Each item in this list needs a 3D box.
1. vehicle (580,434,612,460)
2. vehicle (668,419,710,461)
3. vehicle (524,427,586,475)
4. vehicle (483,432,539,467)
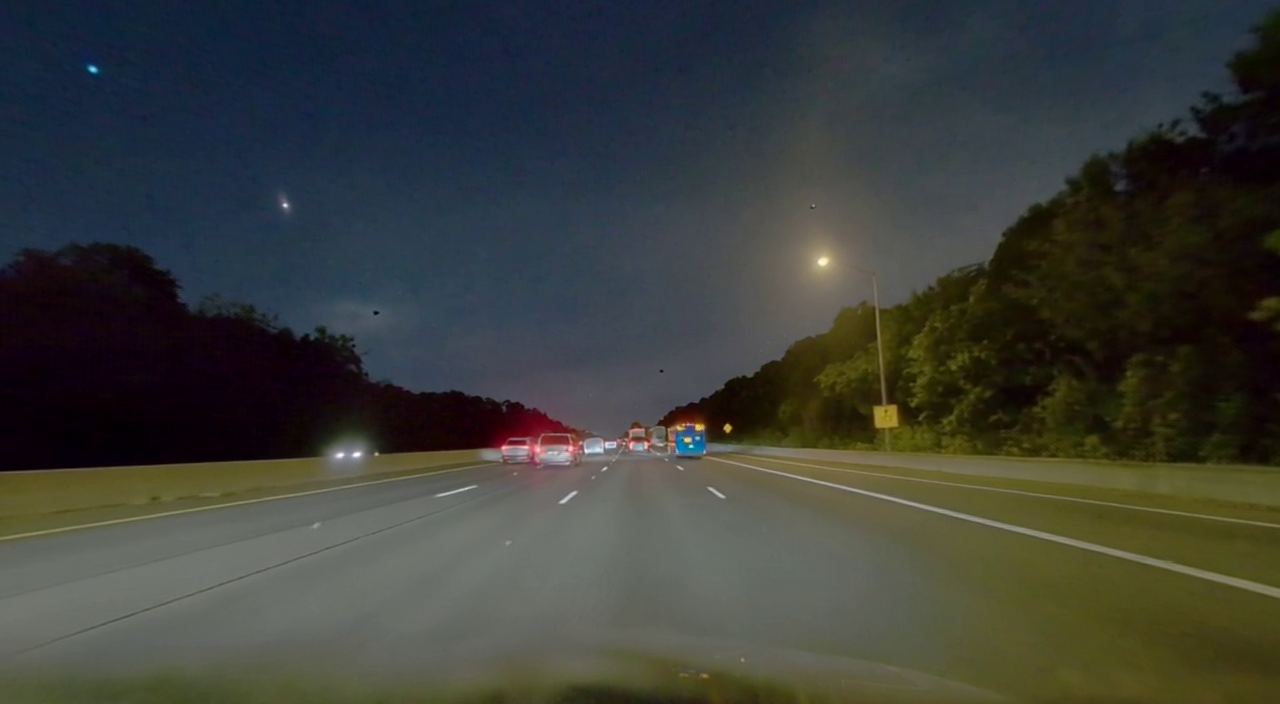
[{"bbox_3d":[-3.374,7.411,49.234,2.155,1.843,4.567,0,-8,0],"label":"vehicle"},{"bbox_3d":[3.547,6.603,47.143,2.573,2.828,6.754,0,-8,0],"label":"vehicle"},{"bbox_3d":[-3.596,4.283,27.464,2.016,1.898,4.458,0,-8,1],"label":"vehicle"},{"bbox_3d":[-7.423,5.709,36.859,2.217,1.870,5.075,0,-8,0],"label":"vehicle"}]
